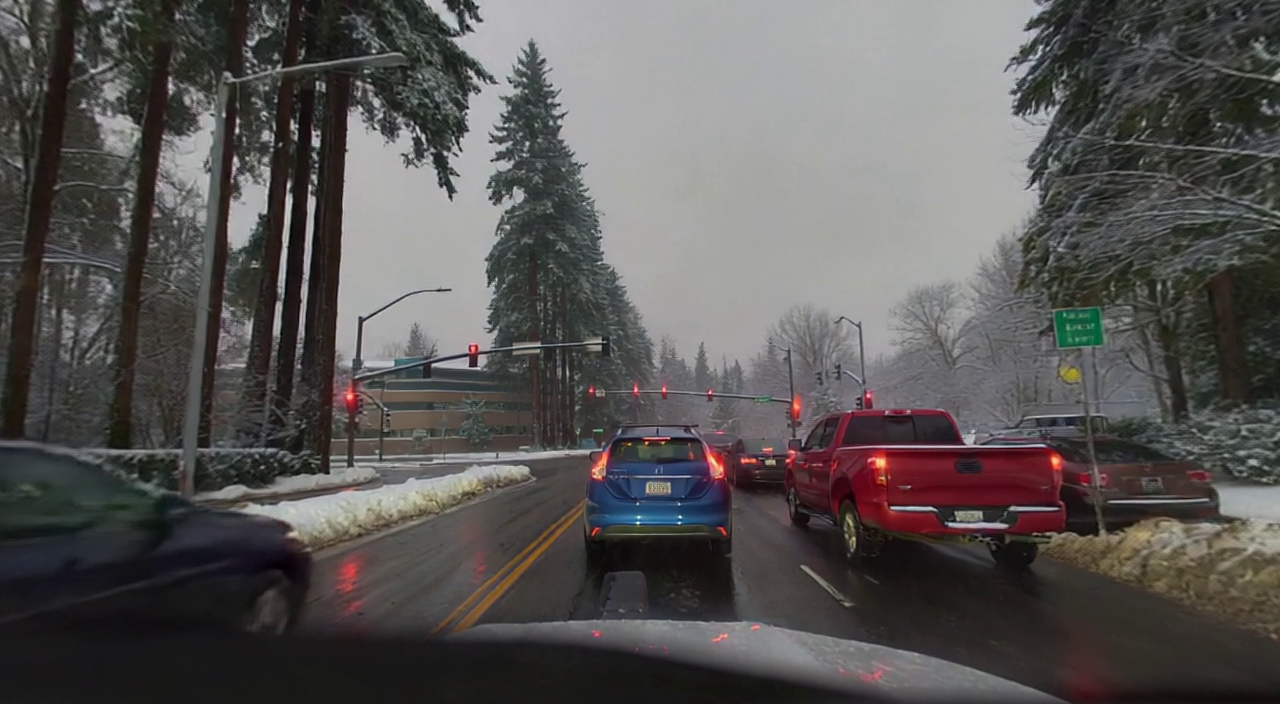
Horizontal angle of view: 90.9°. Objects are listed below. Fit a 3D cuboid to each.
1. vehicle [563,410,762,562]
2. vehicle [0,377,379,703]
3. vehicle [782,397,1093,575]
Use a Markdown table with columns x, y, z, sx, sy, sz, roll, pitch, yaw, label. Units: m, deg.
| x | y | z | sx | sy | sz | roll | pitch | yaw | label |
| --- | --- | --- | --- | --- | --- | --- | --- | --- | --- |
| 0.253 | 1.769 | 8.978 | 2.168 | 1.641 | 4.039 | 0 | -8 | 0 | vehicle |
| -2.948 | 0.825 | 1.799 | 2.133 | 1.496 | 5.150 | 0 | -8 | 1 | vehicle |
| 3.393 | 1.629 | 8.376 | 2.099 | 1.725 | 4.290 | 0 | -8 | 1 | vehicle |
